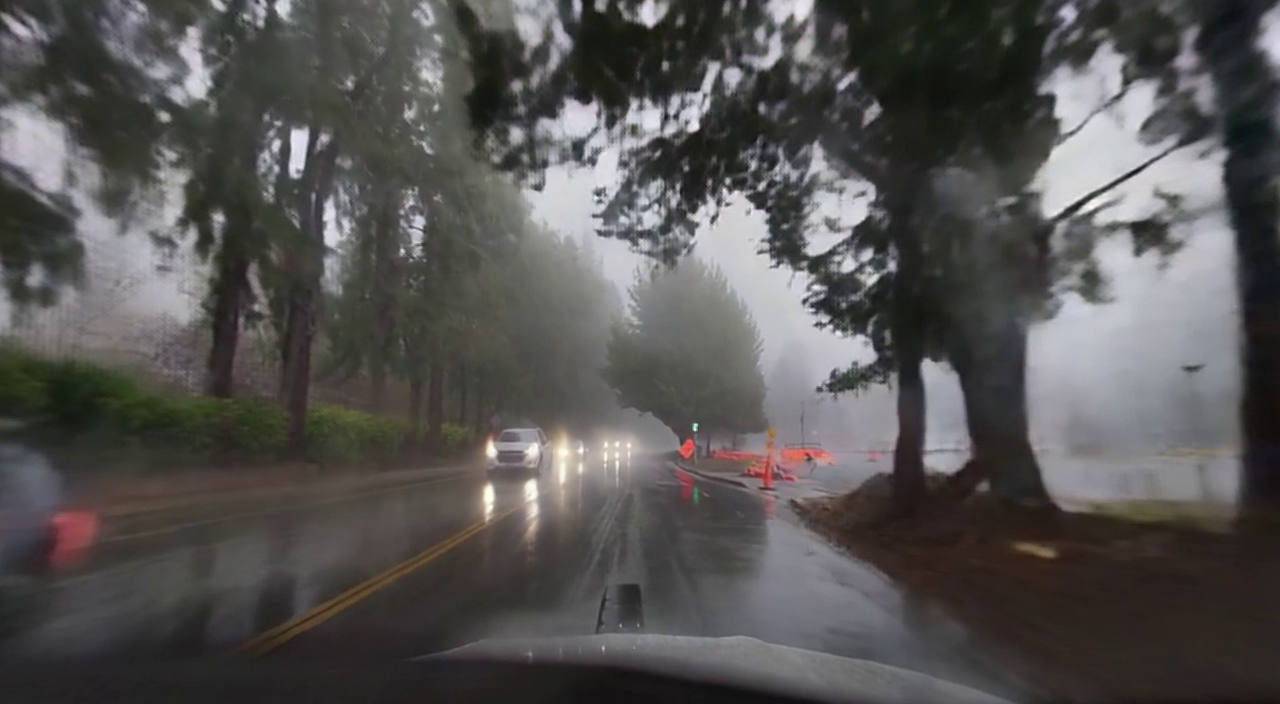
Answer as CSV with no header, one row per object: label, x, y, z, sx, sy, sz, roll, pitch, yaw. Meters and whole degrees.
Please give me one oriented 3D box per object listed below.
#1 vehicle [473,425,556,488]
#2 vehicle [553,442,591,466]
vehicle,-4.411,3.740,22.970,2.064,2.009,4.512,-1,-8,0
vehicle,-4.490,6.780,42.191,1.964,1.481,4.199,-1,-8,2
